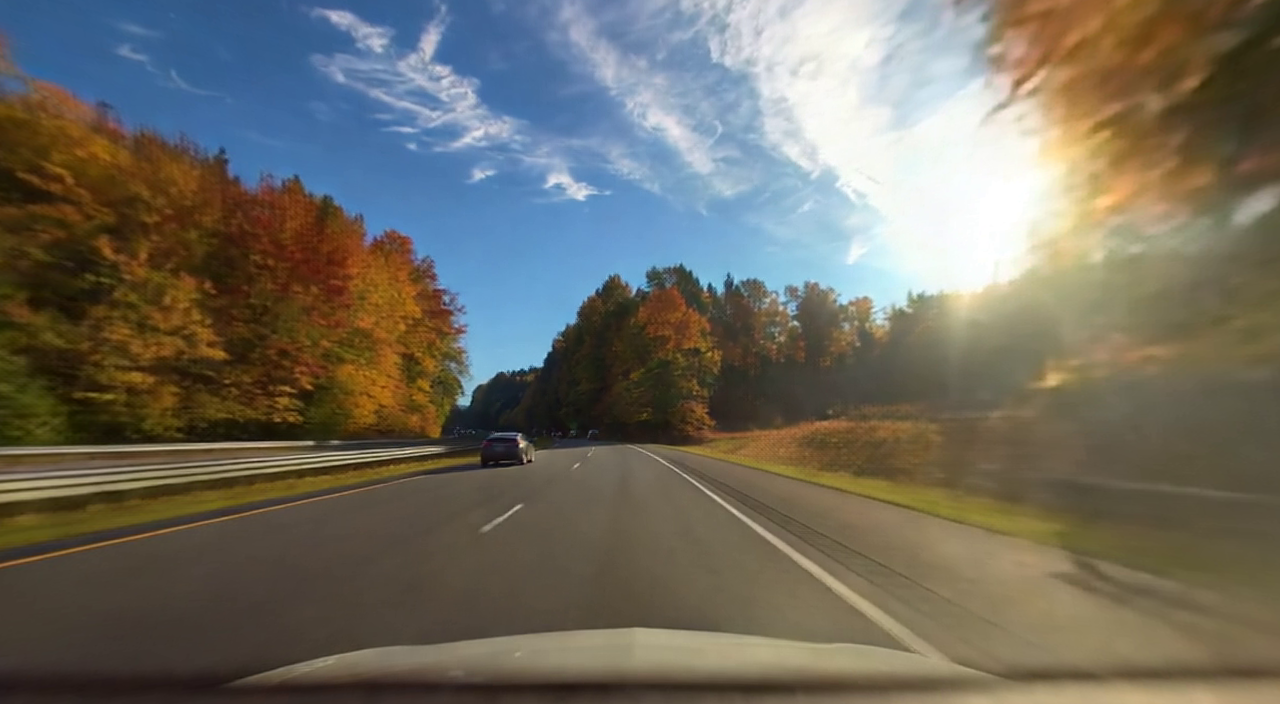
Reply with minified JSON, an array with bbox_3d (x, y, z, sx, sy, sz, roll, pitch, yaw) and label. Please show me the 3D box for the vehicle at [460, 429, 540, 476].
[{"bbox_3d":[-5.060,3.667,23.381,2.073,1.559,4.393,0,-8,-2],"label":"vehicle"}]
